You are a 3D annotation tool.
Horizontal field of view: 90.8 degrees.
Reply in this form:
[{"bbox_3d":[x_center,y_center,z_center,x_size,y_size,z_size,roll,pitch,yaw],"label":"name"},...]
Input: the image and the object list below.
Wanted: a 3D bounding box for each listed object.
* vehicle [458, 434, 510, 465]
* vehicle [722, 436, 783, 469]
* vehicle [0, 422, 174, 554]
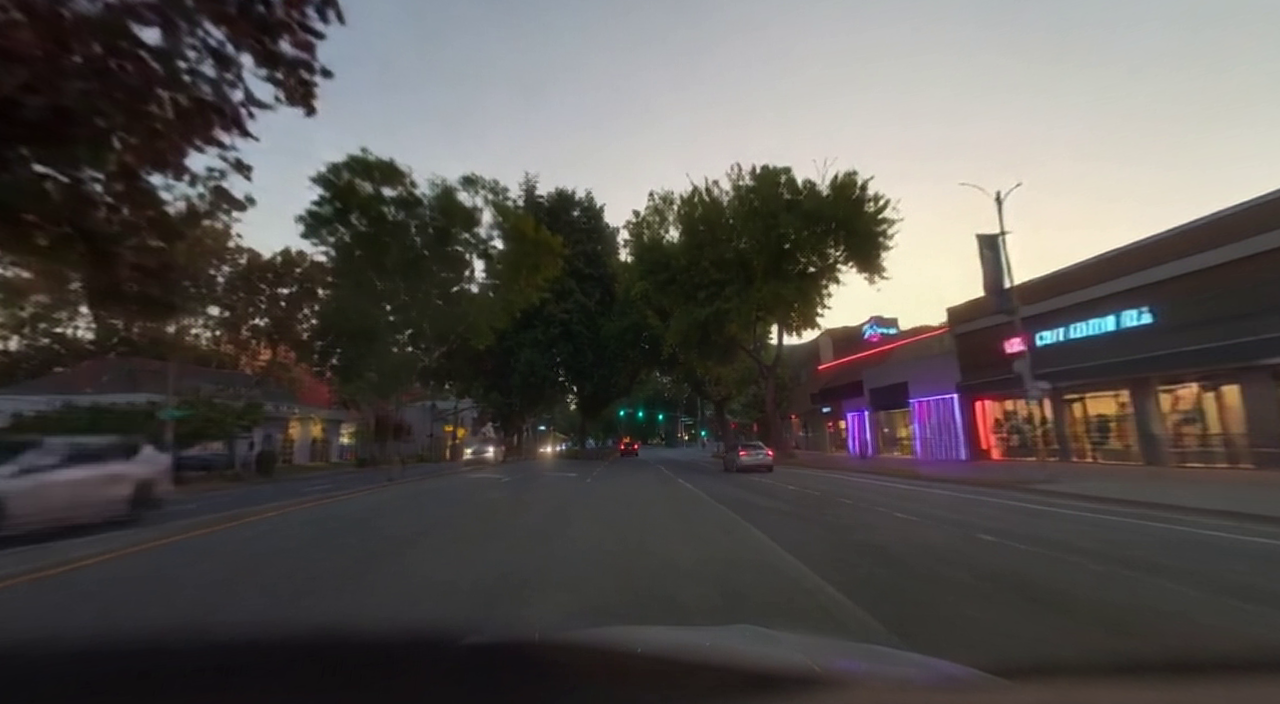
[{"bbox_3d":[-10.900,6.863,44.675,2.290,1.989,5.924,-1,-8,-1],"label":"vehicle"},{"bbox_3d":[5.492,4.974,31.512,2.024,1.475,4.600,-1,-8,-2],"label":"vehicle"},{"bbox_3d":[-9.421,1.918,9.135,2.067,1.712,4.489,-1,-8,-3],"label":"vehicle"}]
